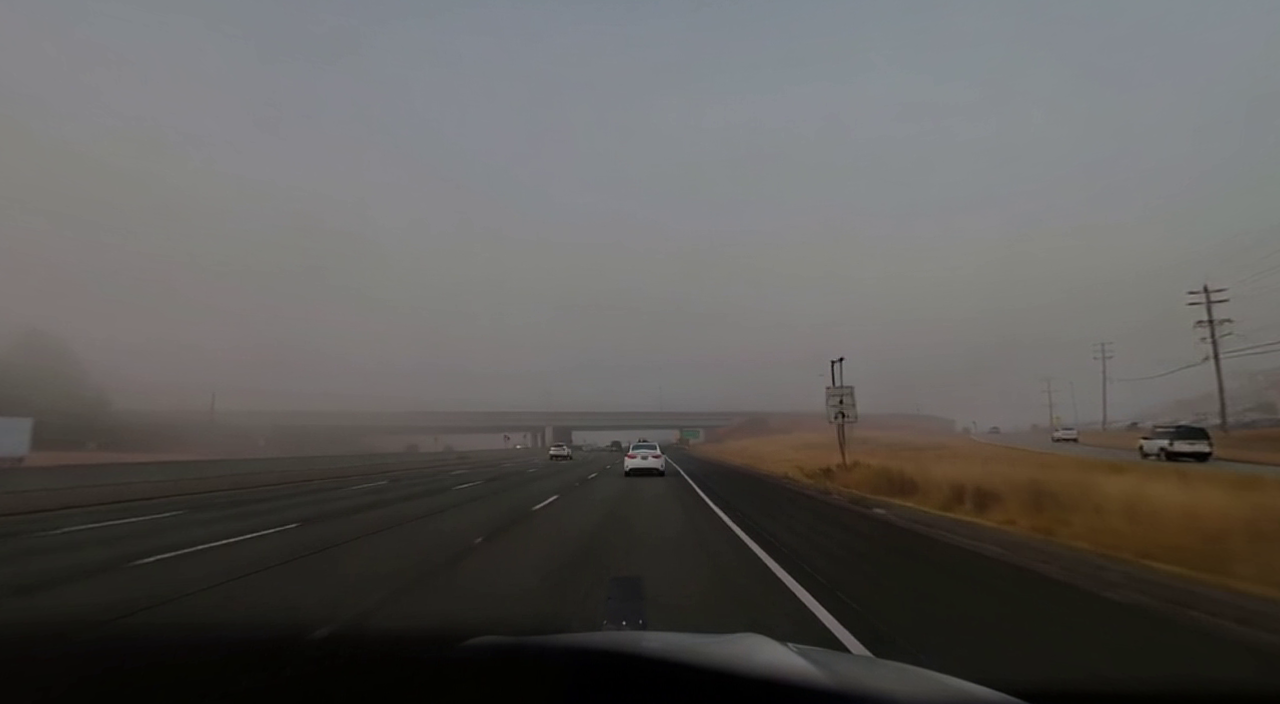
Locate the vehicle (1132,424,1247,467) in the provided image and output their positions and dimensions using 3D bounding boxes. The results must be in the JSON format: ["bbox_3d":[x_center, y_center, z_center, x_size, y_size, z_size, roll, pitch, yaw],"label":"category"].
[{"bbox_3d":[24.188,4.147,28.035,2.095,1.674,4.530,-1,-9,17],"label":"vehicle"}]

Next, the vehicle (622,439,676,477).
[{"bbox_3d":[0.365,4.552,27.298,2.145,1.493,4.146,0,-9,0],"label":"vehicle"}]
